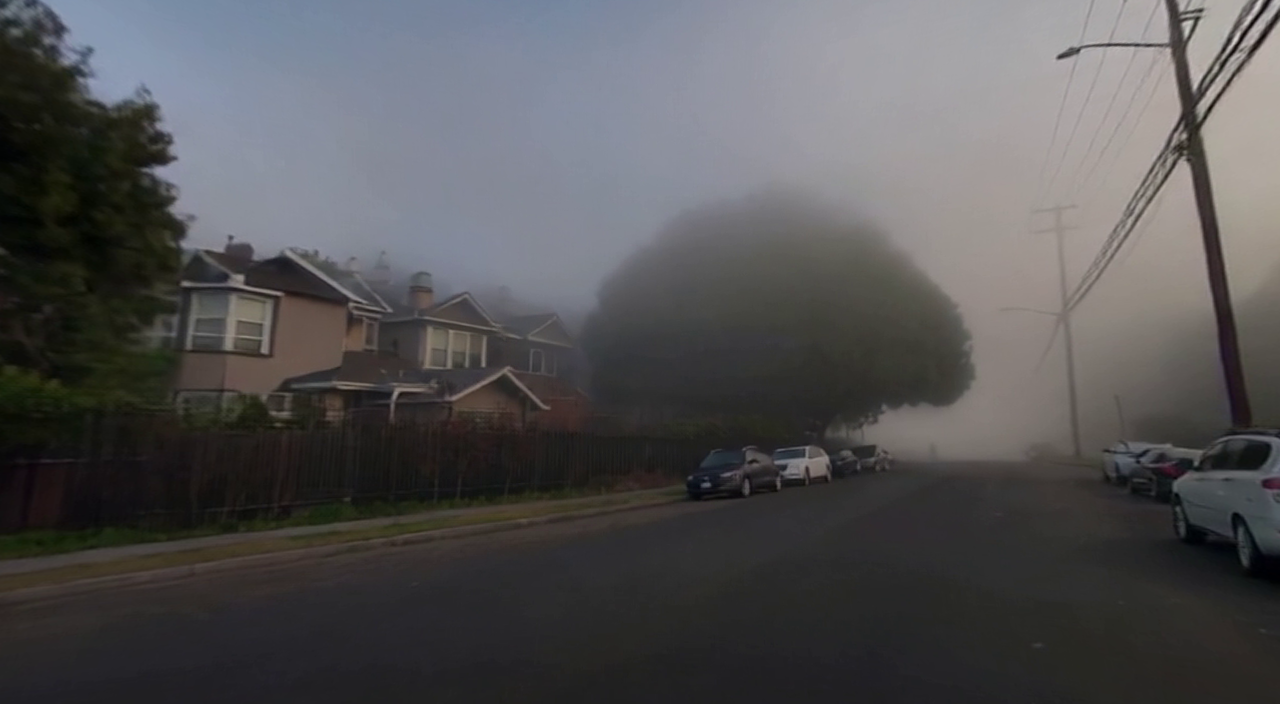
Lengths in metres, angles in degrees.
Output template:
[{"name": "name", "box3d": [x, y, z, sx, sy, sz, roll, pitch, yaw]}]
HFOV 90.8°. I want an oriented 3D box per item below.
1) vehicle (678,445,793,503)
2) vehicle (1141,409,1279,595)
[{"name": "vehicle", "box3d": [3.100, 3.672, 19.587, 1.930, 1.478, 4.731, -5, -9, 29]}, {"name": "vehicle", "box3d": [7.854, 1.545, 7.298, 2.439, 1.670, 4.631, -5, -9, 29]}]
